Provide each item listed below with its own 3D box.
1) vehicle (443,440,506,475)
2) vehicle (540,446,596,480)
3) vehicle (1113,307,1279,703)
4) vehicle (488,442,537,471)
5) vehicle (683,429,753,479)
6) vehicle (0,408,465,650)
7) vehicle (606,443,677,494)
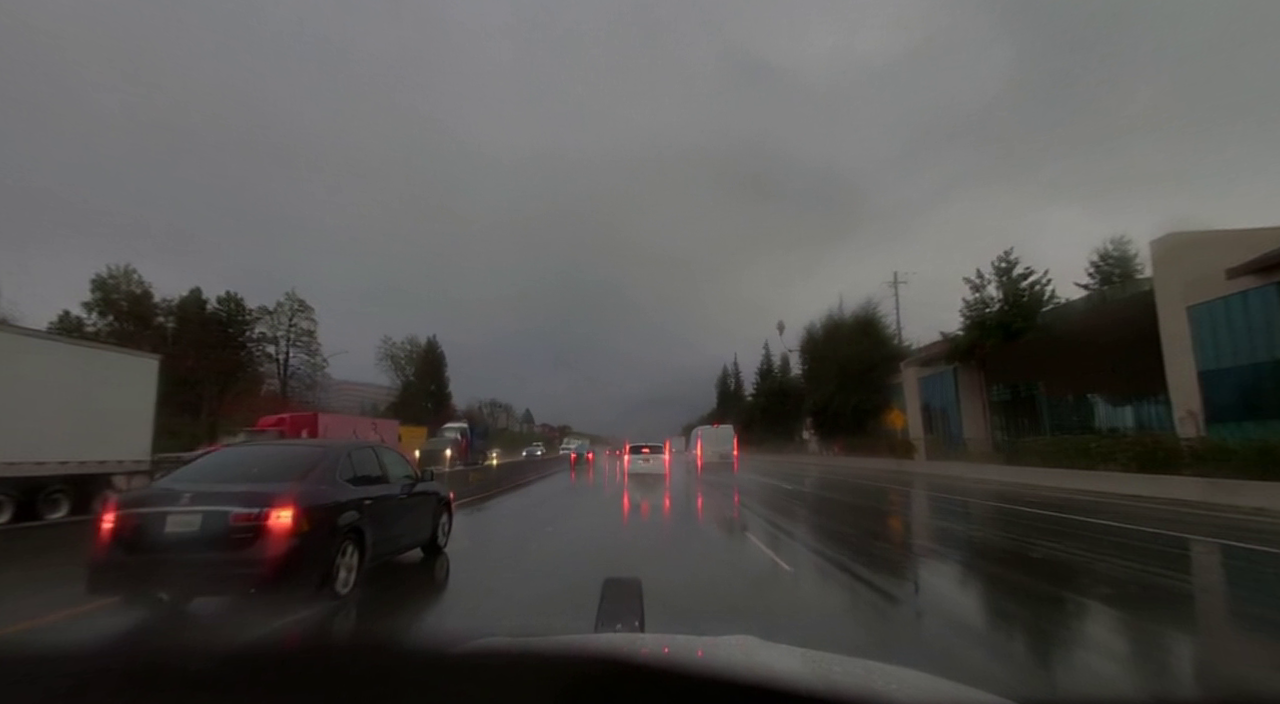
[{"bbox_3d":[-8.858,5.689,34.159,2.187,1.776,4.518,0,-9,0],"label":"vehicle"},{"bbox_3d":[-3.284,5.179,29.559,2.062,1.459,4.365,0,-9,1],"label":"vehicle"},{"bbox_3d":[3.362,0.426,0.236,2.196,1.773,5.352,0,-9,0],"label":"vehicle"},{"bbox_3d":[-8.269,6.797,41.168,2.168,1.749,4.698,0,-9,1],"label":"vehicle"},{"bbox_3d":[3.533,4.801,29.769,2.460,2.086,5.576,0,-9,-1],"label":"vehicle"},{"bbox_3d":[-3.400,1.517,6.411,1.956,1.602,4.258,0,-9,1],"label":"vehicle"},{"bbox_3d":[0.030,3.684,20.225,2.053,1.461,3.941,0,-9,0],"label":"vehicle"}]
